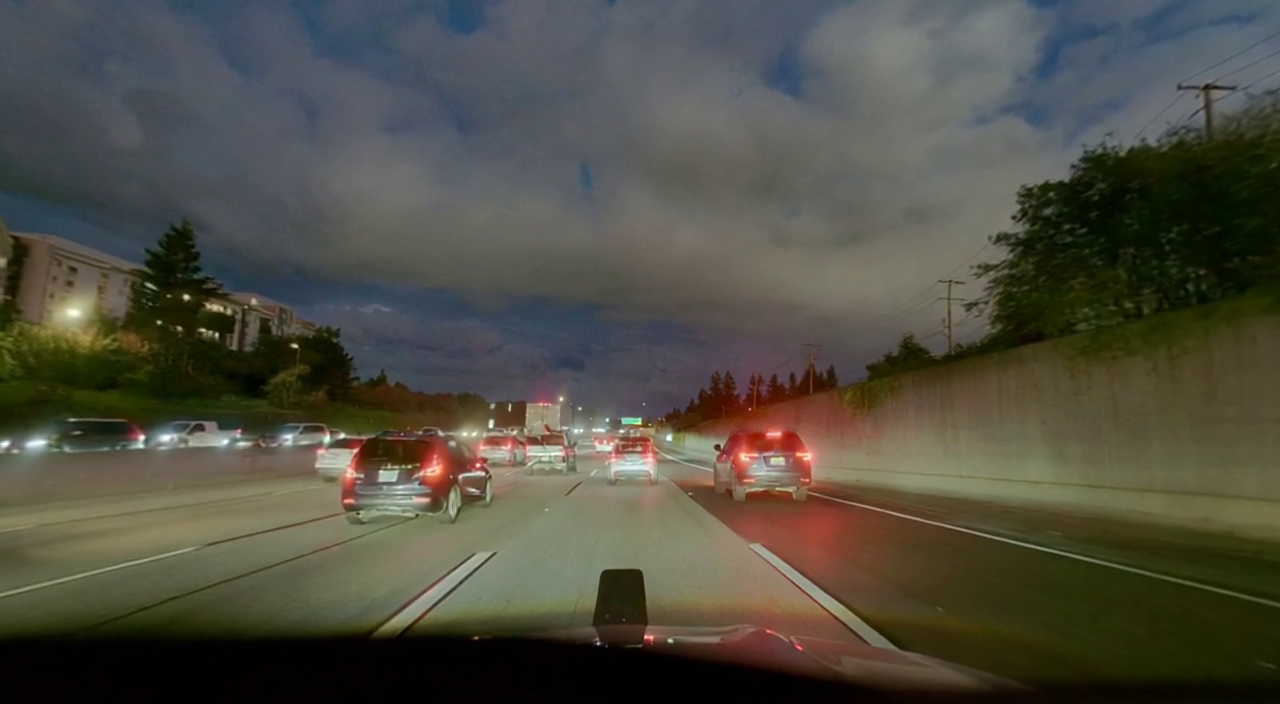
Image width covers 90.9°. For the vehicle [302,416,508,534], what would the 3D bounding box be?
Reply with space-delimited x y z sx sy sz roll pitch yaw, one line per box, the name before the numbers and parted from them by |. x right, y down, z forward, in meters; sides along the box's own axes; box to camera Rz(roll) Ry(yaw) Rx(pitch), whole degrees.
vehicle | -3.938 2.141 11.586 2.026 1.719 4.490 0 -8 0

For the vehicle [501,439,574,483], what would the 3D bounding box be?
vehicle | -3.906 4.233 24.880 2.049 1.530 4.707 0 -8 1

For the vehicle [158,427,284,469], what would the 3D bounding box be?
vehicle | -16.717 3.868 25.504 2.076 1.526 4.437 0 -8 -1

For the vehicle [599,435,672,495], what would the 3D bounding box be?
vehicle | -0.118 3.511 19.985 2.092 1.671 3.889 0 -8 0

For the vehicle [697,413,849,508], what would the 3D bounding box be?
vehicle | 3.258 2.869 17.158 2.793 2.132 5.682 0 -8 -1

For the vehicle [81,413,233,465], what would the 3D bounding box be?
vehicle | -20.481 3.766 27.190 2.071 1.972 5.676 0 -8 0
